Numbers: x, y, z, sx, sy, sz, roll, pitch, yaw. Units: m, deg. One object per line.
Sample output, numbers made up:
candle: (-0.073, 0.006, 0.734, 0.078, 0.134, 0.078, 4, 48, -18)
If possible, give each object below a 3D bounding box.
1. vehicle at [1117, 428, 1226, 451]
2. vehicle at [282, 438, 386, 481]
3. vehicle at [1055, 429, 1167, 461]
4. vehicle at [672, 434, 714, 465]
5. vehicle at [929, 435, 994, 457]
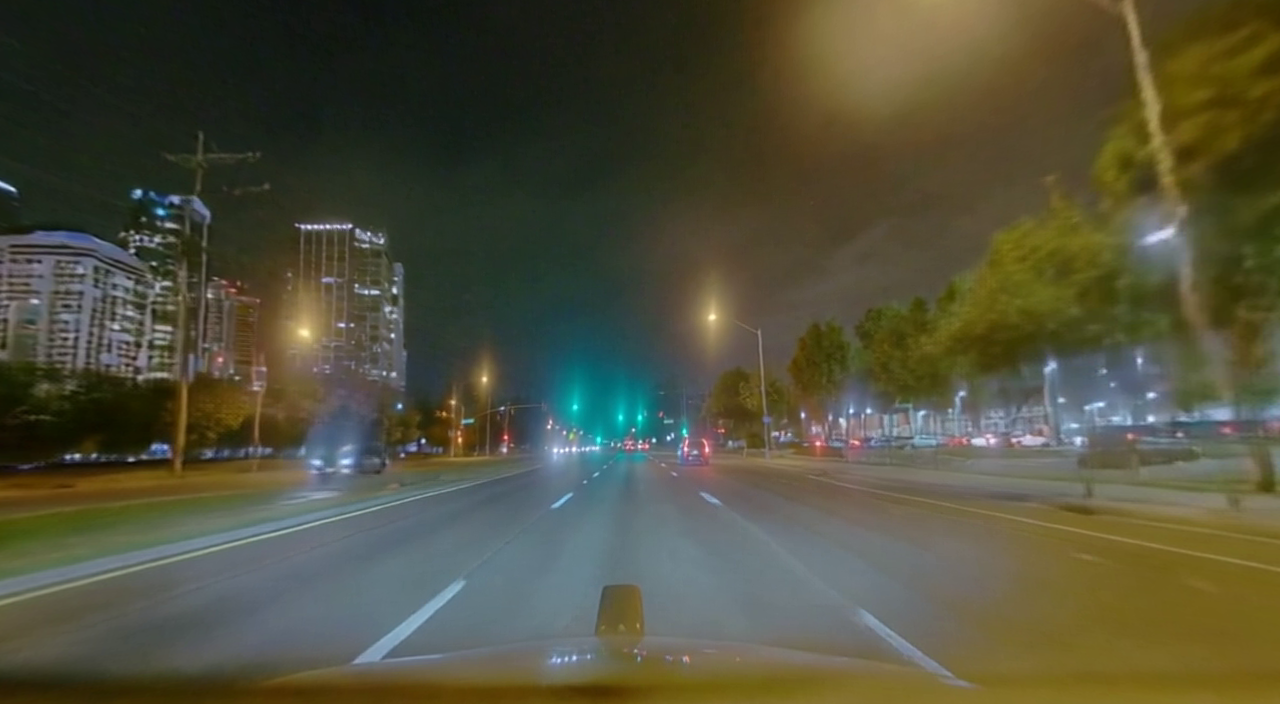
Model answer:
vehicle: (34.512, 5.688, 41.104, 4.993, 1.444, 2.237, -1, -8, 2)
vehicle: (-12.773, 4.470, 26.753, 1.975, 1.638, 4.706, 0, -8, 1)
vehicle: (22.970, 4.543, 30.940, 3.845, 1.471, 2.043, 0, -8, 0)
vehicle: (3.198, 5.999, 39.081, 2.069, 1.761, 4.610, 0, -8, -1)
vehicle: (23.169, 6.789, 45.628, 3.661, 1.417, 1.783, -1, -8, -1)
